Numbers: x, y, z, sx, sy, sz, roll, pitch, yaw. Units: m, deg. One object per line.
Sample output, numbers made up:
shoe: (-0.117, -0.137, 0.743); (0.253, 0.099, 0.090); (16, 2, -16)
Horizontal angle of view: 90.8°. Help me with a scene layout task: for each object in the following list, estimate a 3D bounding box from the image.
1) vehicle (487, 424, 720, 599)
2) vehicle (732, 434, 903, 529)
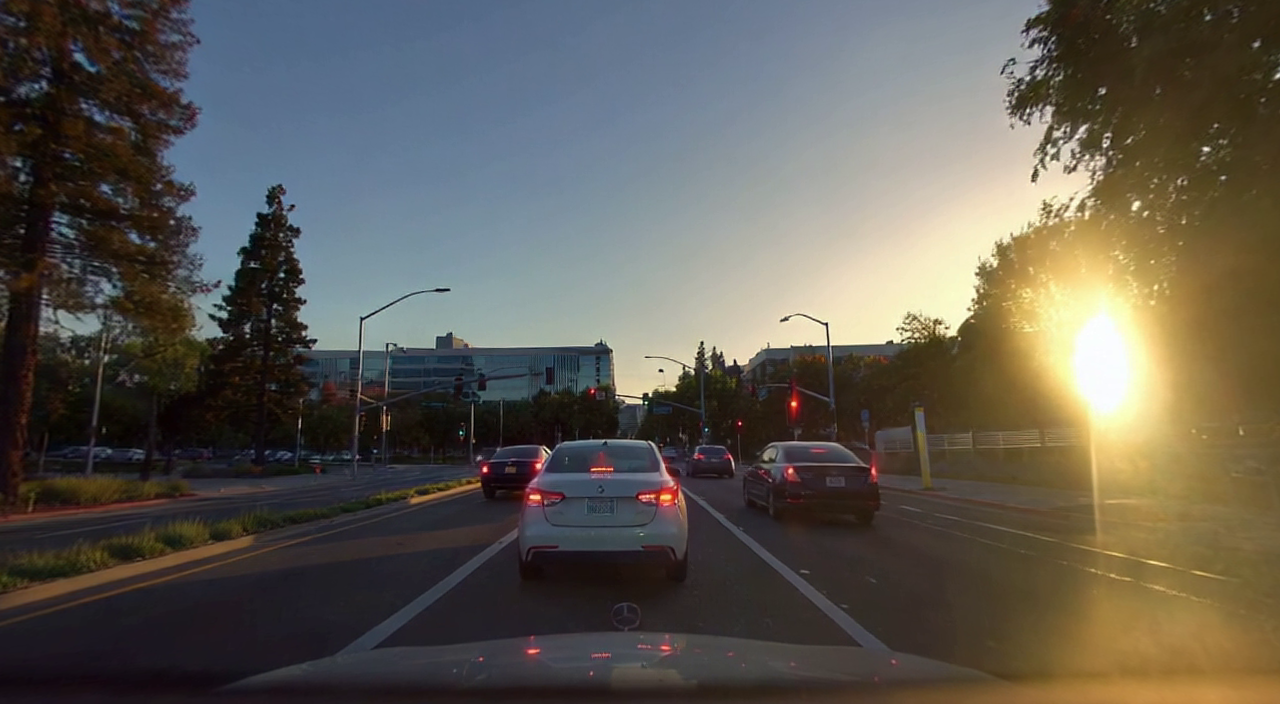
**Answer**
vehicle: (-0.343, 1.646, 7.292); (2.006, 1.487, 3.535); (0, -9, -1)
vehicle: (3.133, 2.379, 12.188); (1.910, 1.474, 4.263); (0, -9, -2)
